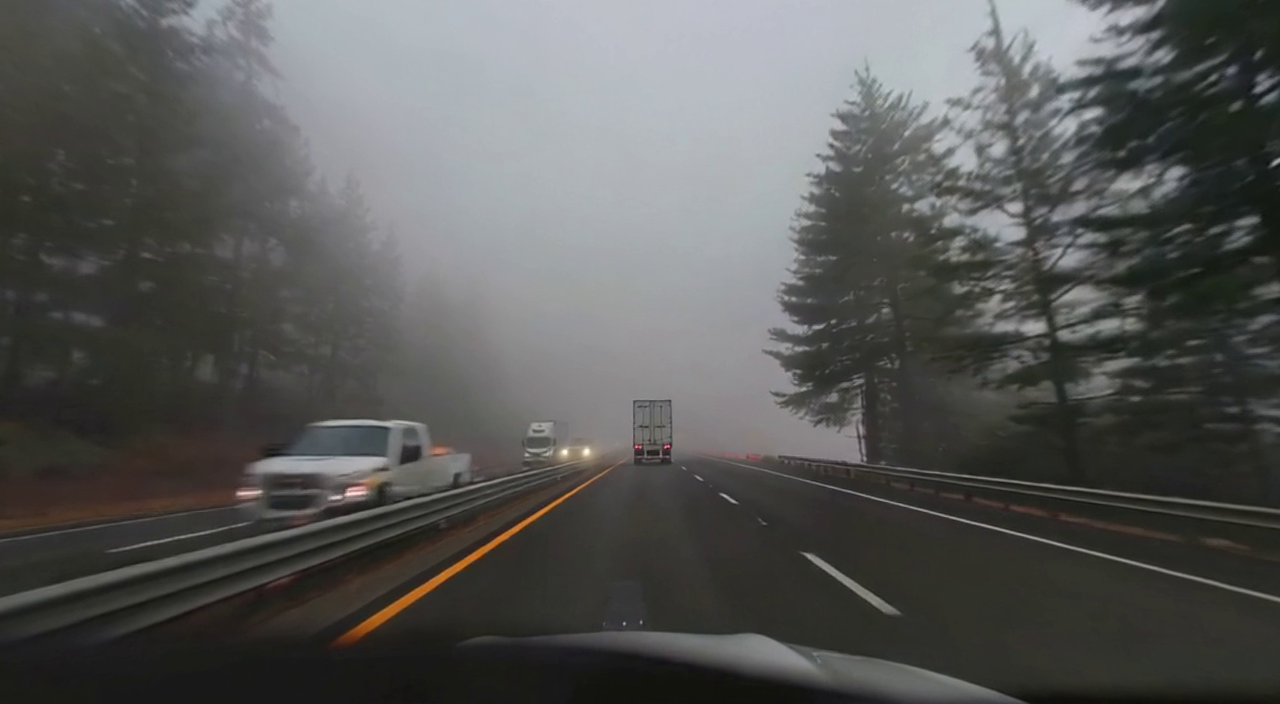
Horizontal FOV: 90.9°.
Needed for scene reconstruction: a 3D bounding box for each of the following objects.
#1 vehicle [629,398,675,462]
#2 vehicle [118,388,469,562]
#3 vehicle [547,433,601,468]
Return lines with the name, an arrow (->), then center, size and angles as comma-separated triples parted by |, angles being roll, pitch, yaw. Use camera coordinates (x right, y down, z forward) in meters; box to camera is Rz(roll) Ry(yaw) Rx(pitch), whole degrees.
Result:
vehicle -> 0.692, 5.796, 45.761 | 2.935, 4.068, 11.036 | 0, -8, -1
vehicle -> -5.019, 1.931, 10.797 | 2.303, 2.069, 6.364 | 0, -8, 1
vehicle -> -4.296, 6.565, 42.174 | 2.771, 2.097, 6.248 | 0, -8, 1
